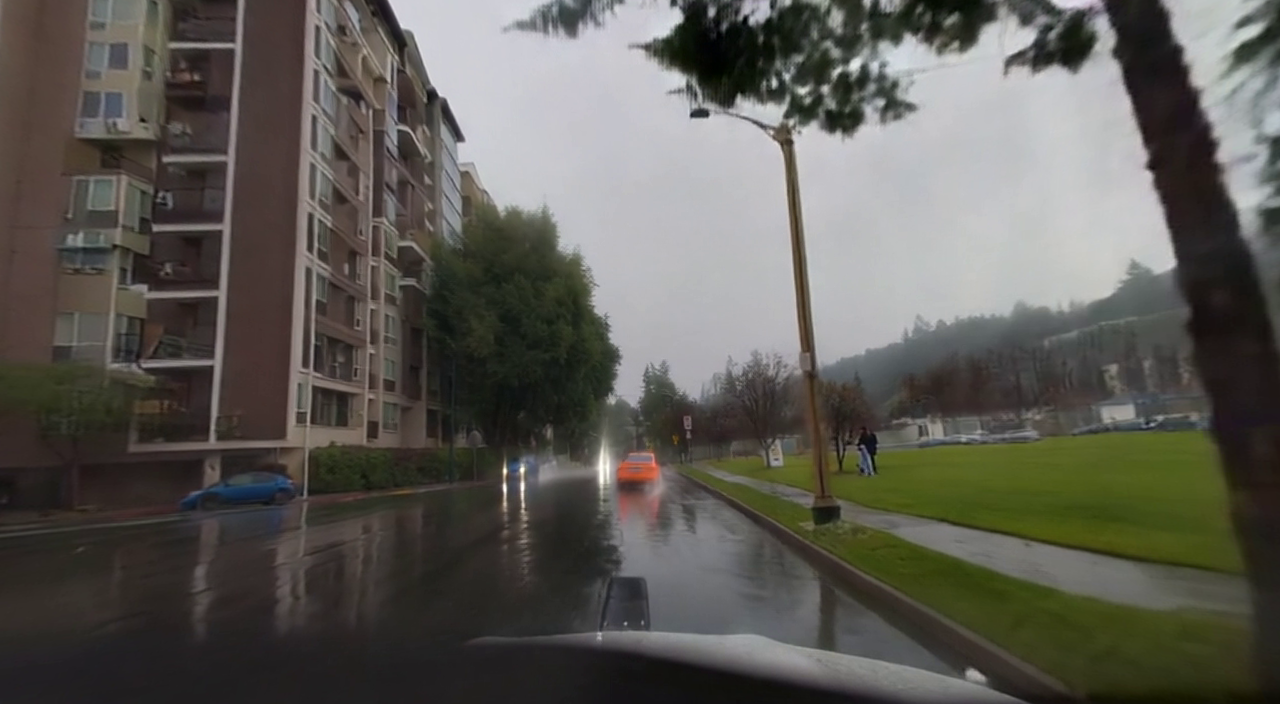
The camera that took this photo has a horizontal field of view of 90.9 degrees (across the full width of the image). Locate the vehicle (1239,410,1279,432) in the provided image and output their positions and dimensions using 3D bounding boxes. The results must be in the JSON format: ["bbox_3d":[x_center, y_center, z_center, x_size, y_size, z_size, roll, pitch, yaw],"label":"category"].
[{"bbox_3d":[49.230,5.363,48.801,4.294,1.638,1.998,2,-9,-15],"label":"vehicle"}]

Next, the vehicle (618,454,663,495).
[{"bbox_3d":[0.034,4.431,22.945,1.559,1.351,2.452,-1,-10,1],"label":"vehicle"}]

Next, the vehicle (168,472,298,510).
[{"bbox_3d":[-18.935,6.416,29.475,2.116,1.409,4.607,-8,-12,43],"label":"vehicle"}]
